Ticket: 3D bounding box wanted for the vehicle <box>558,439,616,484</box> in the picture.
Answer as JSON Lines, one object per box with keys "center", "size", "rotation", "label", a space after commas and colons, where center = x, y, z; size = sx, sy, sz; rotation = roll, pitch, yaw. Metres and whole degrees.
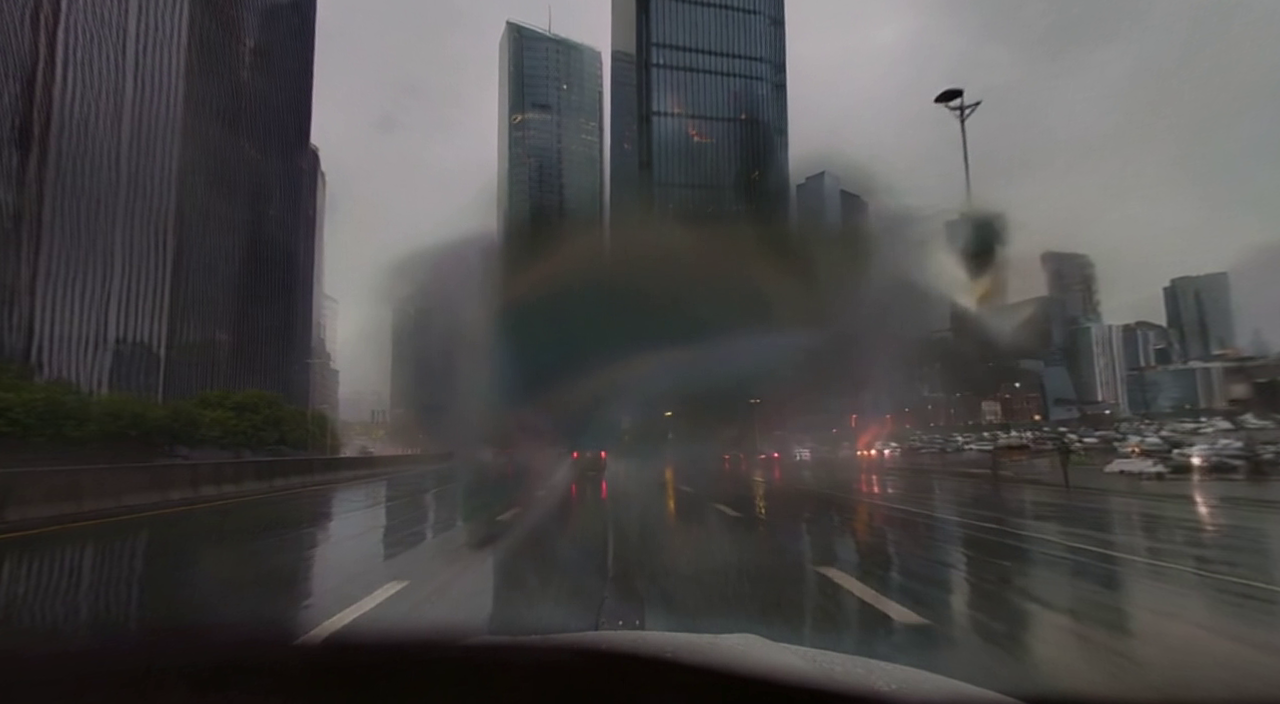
{"center": [-2.179, 4.497, 26.143], "size": [2.183, 1.675, 4.319], "rotation": [1, -9, -4], "label": "vehicle"}
